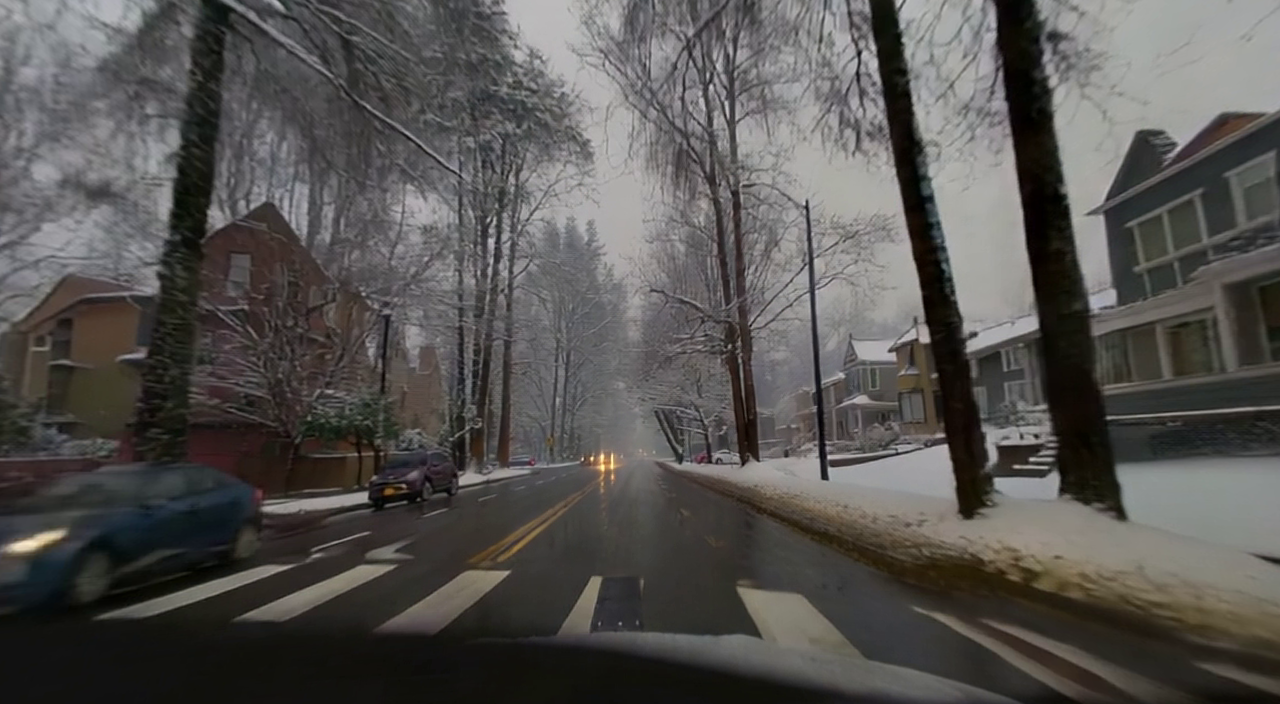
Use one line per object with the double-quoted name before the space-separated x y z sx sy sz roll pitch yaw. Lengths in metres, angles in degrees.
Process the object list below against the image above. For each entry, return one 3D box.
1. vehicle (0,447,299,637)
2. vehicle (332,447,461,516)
"vehicle" -6.371 1.910 7.466 2.235 1.530 4.471 0 -9 -1
"vehicle" -7.402 3.931 19.950 2.129 1.730 5.544 0 -8 -3
